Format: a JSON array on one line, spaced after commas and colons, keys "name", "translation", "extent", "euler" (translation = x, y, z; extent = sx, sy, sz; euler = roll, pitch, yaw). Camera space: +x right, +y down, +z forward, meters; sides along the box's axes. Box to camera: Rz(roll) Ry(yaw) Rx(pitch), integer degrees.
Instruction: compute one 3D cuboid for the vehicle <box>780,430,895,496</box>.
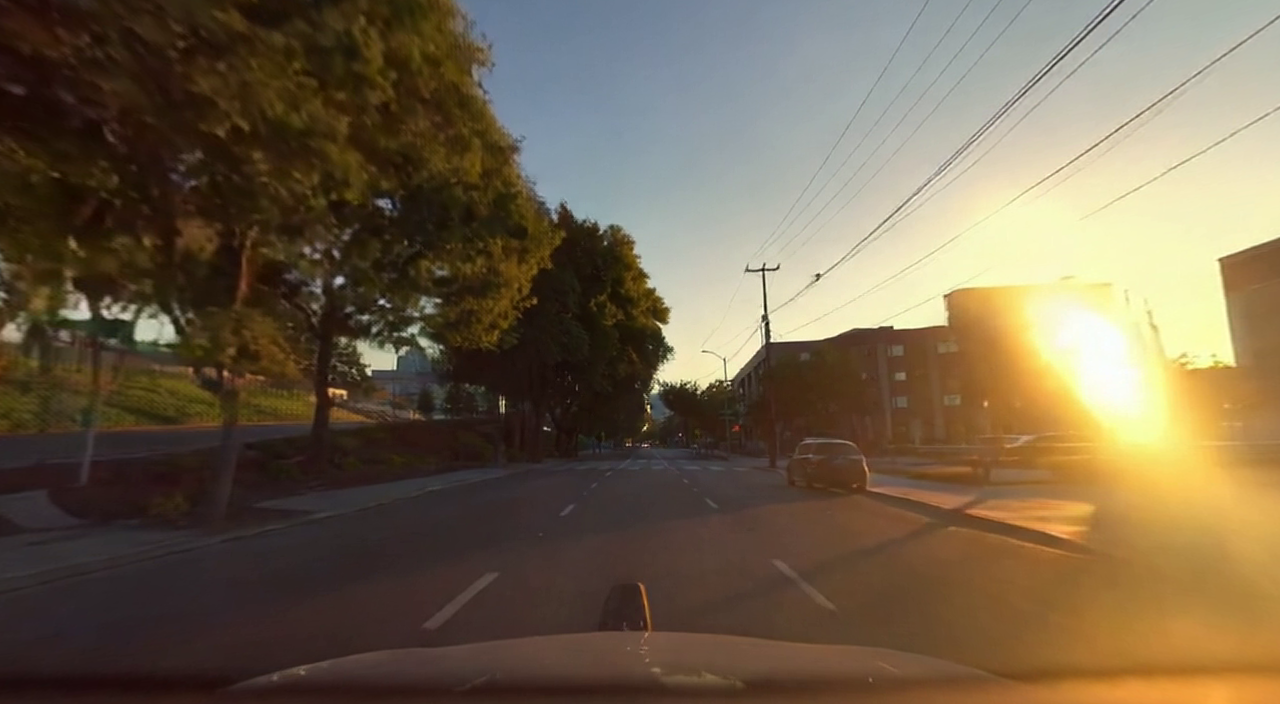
[{"name": "vehicle", "translation": [6.066, 3.466, 20.128], "extent": [2.177, 1.788, 5.106], "euler": [0, -8, 2]}]
